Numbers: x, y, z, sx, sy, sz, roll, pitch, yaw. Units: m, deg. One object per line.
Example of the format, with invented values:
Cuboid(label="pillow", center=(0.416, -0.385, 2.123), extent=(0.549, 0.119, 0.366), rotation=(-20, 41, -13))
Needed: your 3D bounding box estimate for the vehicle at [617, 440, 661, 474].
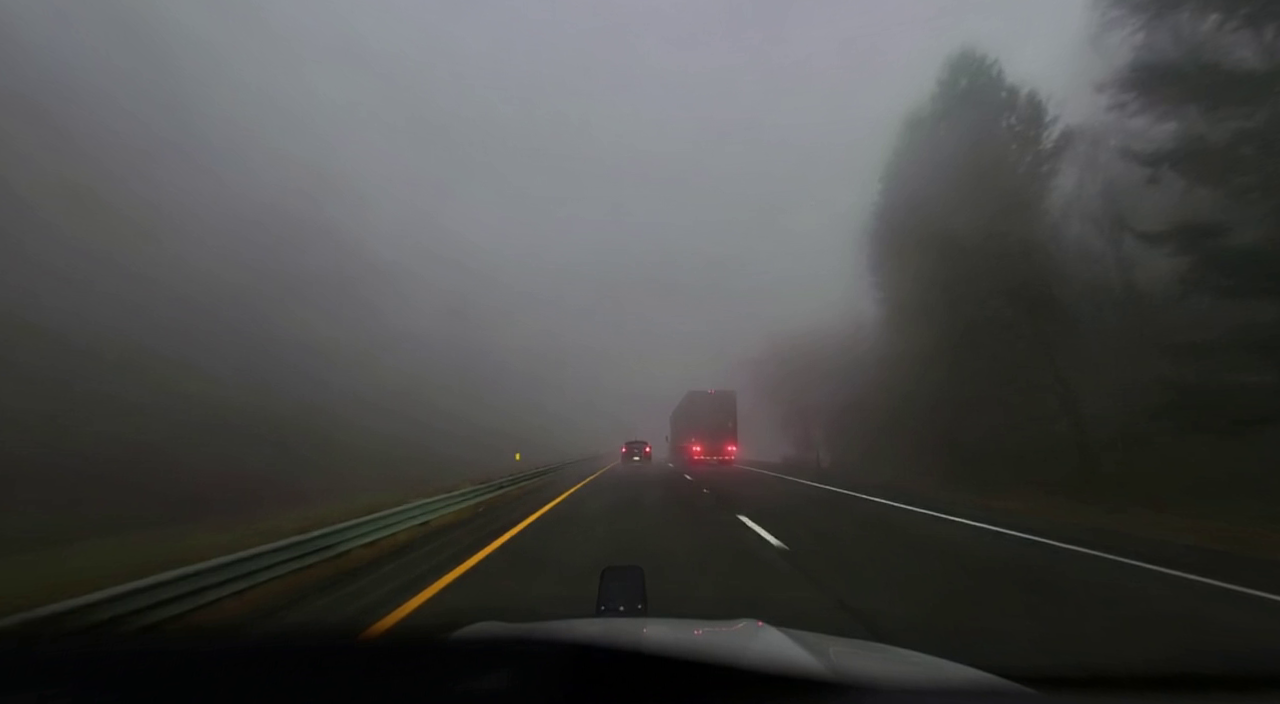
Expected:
Cuboid(label="vehicle", center=(-0.053, 5.060, 30.646), extent=(1.968, 1.515, 4.025), rotation=(0, -8, 0))

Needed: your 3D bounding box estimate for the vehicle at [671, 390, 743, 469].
Cuboid(label="vehicle", center=(3.964, 5.298, 41.457), extent=(2.929, 4.158, 15.921), rotation=(0, -8, 0))
